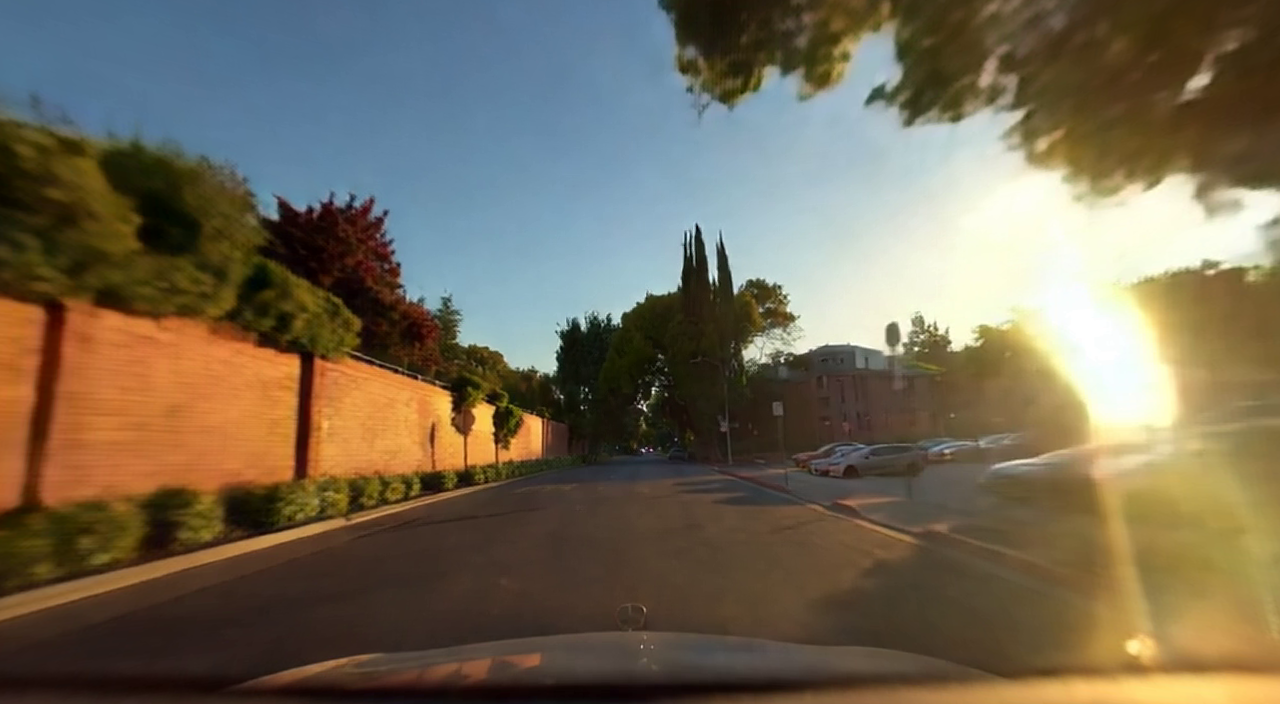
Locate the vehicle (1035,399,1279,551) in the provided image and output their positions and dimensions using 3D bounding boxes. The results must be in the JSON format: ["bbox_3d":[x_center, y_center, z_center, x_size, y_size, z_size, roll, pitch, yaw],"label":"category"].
[{"bbox_3d":[10.027,1.971,10.240,5.544,2.115,2.380,1,-8,3],"label":"vehicle"}]

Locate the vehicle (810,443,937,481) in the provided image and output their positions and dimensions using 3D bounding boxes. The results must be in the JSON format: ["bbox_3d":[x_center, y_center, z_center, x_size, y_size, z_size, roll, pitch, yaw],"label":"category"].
[{"bbox_3d":[9.497,4.528,25.911,4.309,1.442,2.145,0,-9,-1],"label":"vehicle"}]
